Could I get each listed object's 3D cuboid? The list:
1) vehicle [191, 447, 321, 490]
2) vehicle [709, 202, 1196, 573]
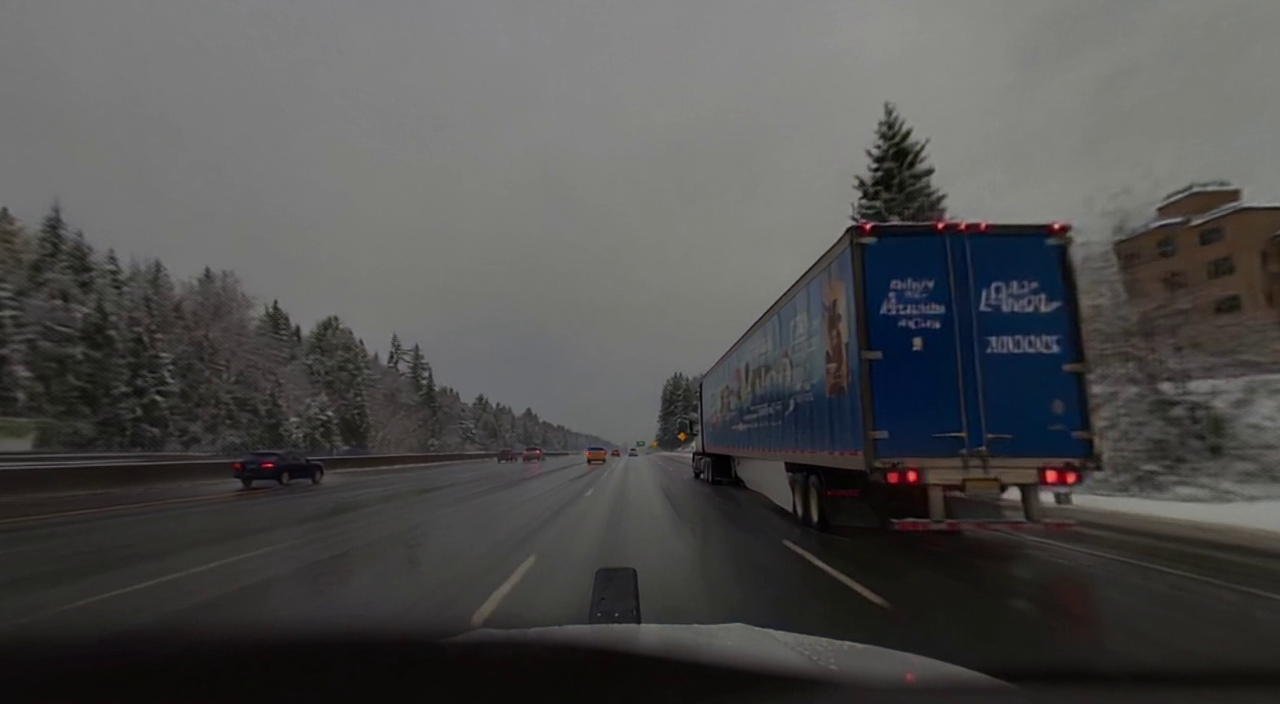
[{"bbox_3d":[-14.496,4.378,24.243,1.982,1.471,4.747,0,-9,0],"label":"vehicle"},{"bbox_3d":[4.203,1.468,14.685,3.140,4.100,15.551,0,-9,-1],"label":"vehicle"}]
